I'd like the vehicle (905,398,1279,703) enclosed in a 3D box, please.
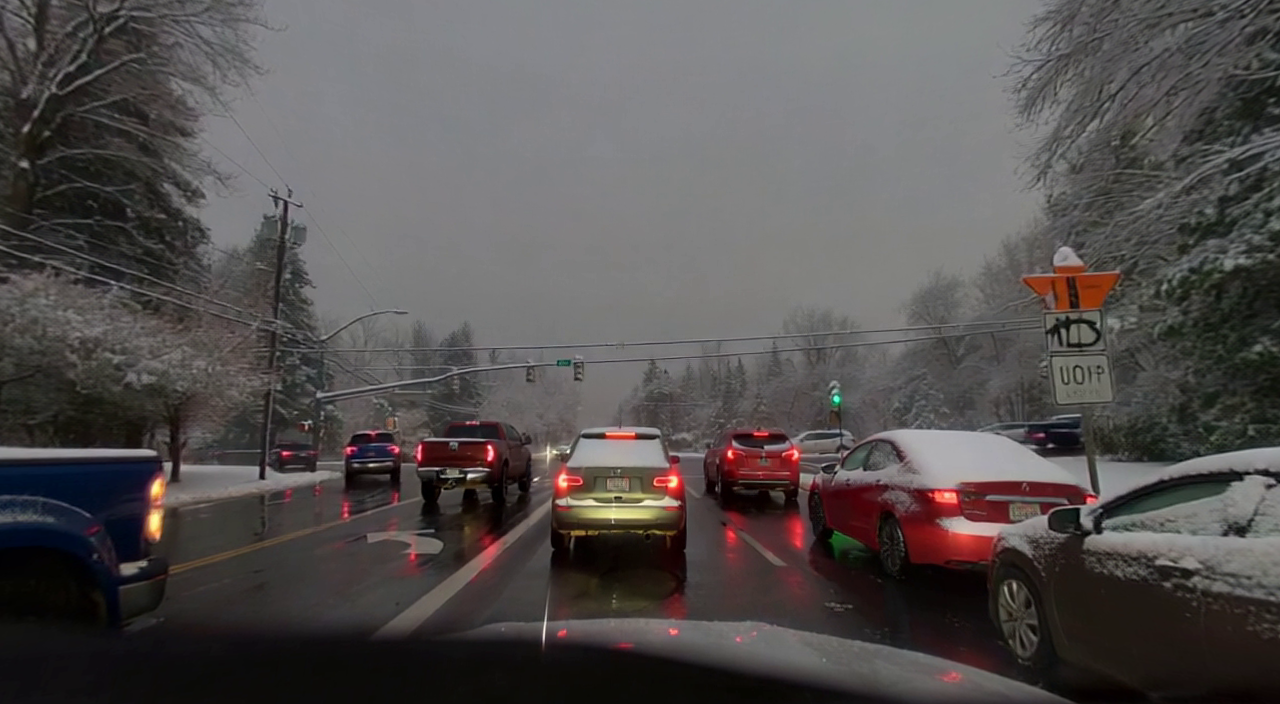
[{"bbox_3d":[3.014,0.963,2.511,1.874,1.477,4.698,0,-8,0],"label":"vehicle"}]

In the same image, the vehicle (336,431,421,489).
[{"bbox_3d":[-9.081,3.750,22.297,2.088,1.787,4.728,2,-9,-15],"label":"vehicle"}]

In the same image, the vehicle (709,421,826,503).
[{"bbox_3d":[3.140,2.839,16.636,2.102,1.841,4.587,0,-8,0],"label":"vehicle"}]

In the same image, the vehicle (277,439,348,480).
[{"bbox_3d":[-16.092,5.183,30.819,2.256,1.799,4.831,6,-10,-36],"label":"vehicle"}]

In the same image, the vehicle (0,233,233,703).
[{"bbox_3d":[-3.477,0.360,0.310,2.656,2.021,5.800,0,-8,0],"label":"vehicle"}]

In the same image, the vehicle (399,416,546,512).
[{"bbox_3d":[-3.622,2.529,14.667,2.089,1.857,4.488,0,-8,1],"label":"vehicle"}]

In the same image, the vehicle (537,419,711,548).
[{"bbox_3d":[-0.218,1.935,9.886,2.194,1.607,3.690,0,-8,0],"label":"vehicle"}]
